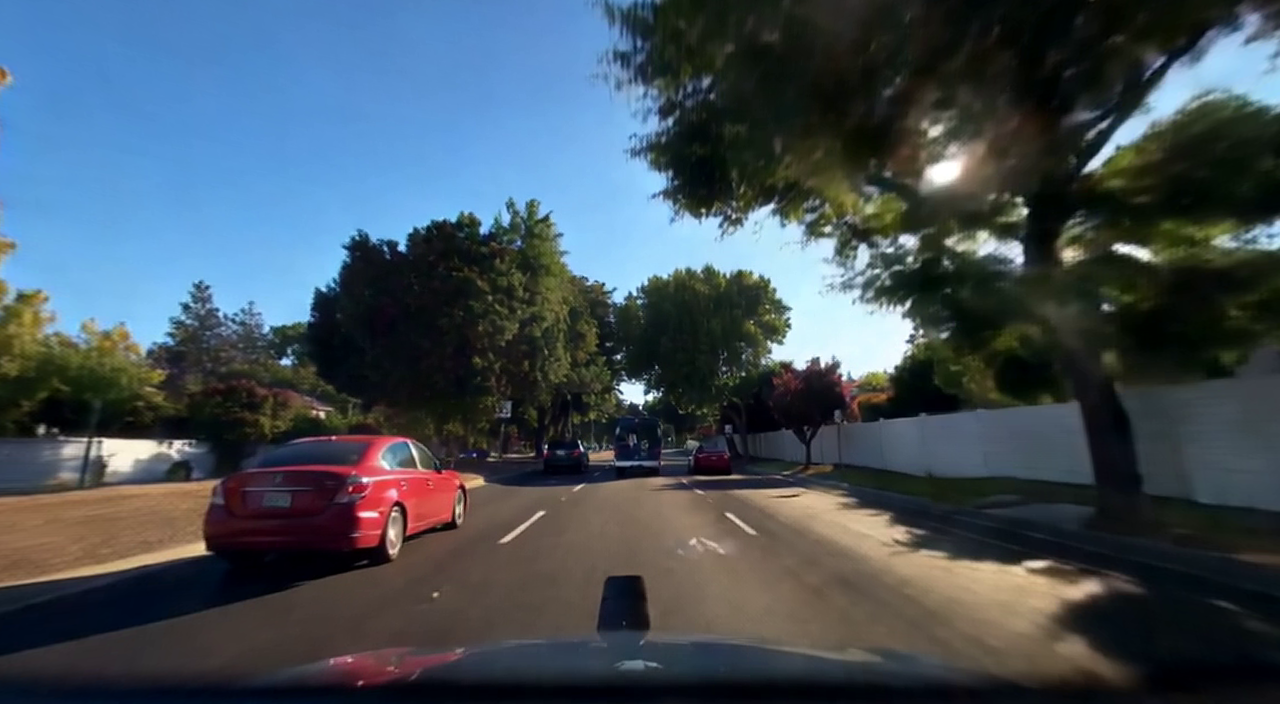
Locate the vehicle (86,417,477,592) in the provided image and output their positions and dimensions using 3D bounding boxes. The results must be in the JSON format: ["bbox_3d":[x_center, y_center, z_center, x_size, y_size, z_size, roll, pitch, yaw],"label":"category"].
[{"bbox_3d":[-3.675,1.633,7.737,2.036,1.474,4.647,0,-8,0],"label":"vehicle"}]

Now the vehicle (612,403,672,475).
[{"bbox_3d":[-0.010,3.763,27.090,2.311,2.726,5.814,1,-8,-2],"label":"vehicle"}]

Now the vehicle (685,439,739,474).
[{"bbox_3d":[3.259,4.823,29.291,1.945,1.469,4.258,0,-8,-1],"label":"vehicle"}]

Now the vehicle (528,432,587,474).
[{"bbox_3d":[-3.593,4.503,28.242,2.021,1.715,4.329,0,-8,1],"label":"vehicle"}]
